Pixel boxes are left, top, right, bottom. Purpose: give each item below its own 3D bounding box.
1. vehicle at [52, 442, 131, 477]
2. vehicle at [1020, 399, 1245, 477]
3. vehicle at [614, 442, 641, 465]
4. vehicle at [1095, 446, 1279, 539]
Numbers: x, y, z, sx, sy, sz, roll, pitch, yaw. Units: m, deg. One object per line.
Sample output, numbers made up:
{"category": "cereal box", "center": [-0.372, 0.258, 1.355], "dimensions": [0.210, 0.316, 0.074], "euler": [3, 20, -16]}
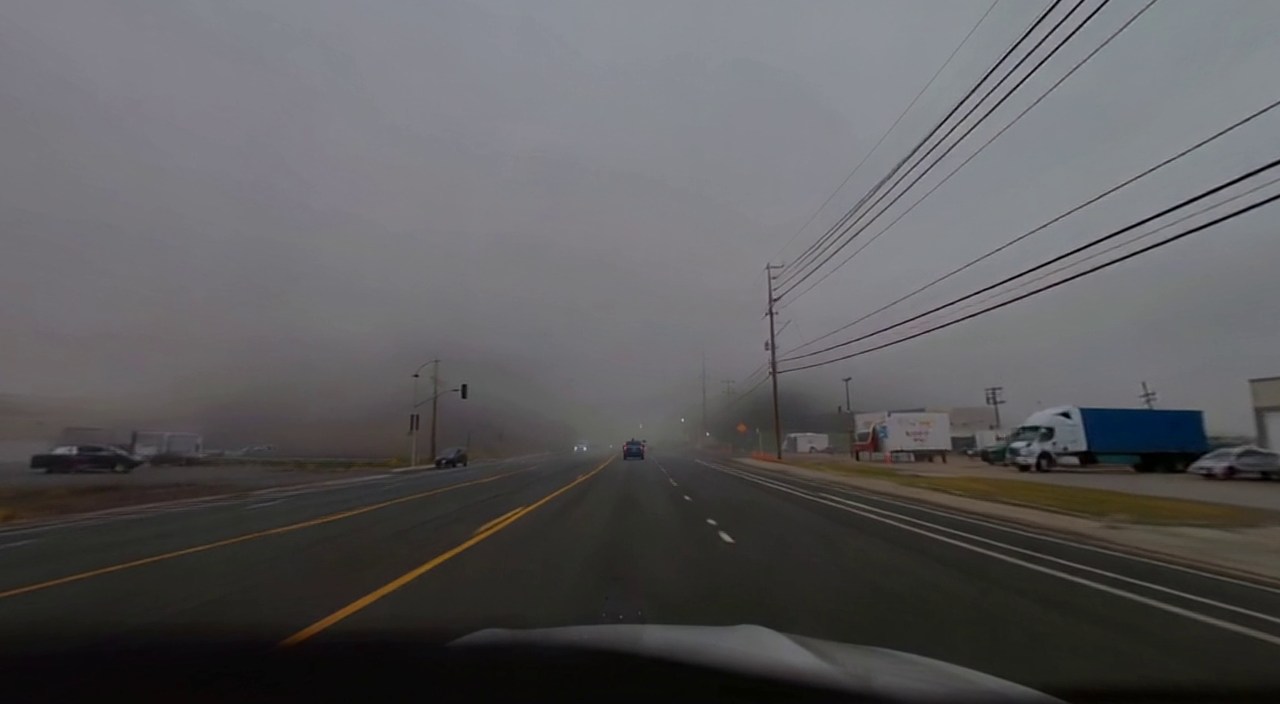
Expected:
{"category": "vehicle", "center": [-31.606, 6.143, 36.347], "dimensions": [4.992, 1.876, 2.169], "euler": [-6, -10, 35]}
{"category": "vehicle", "center": [24.620, 4.366, 31.978], "dimensions": [8.701, 3.665, 2.906], "euler": [0, -8, 1]}
{"category": "vehicle", "center": [-0.879, 7.407, 46.218], "dimensions": [1.937, 1.588, 3.746], "euler": [0, -8, 0]}
{"category": "vehicle", "center": [11.753, 2.581, 11.970], "dimensions": [4.758, 1.496, 1.871], "euler": [-1, -9, 0]}
